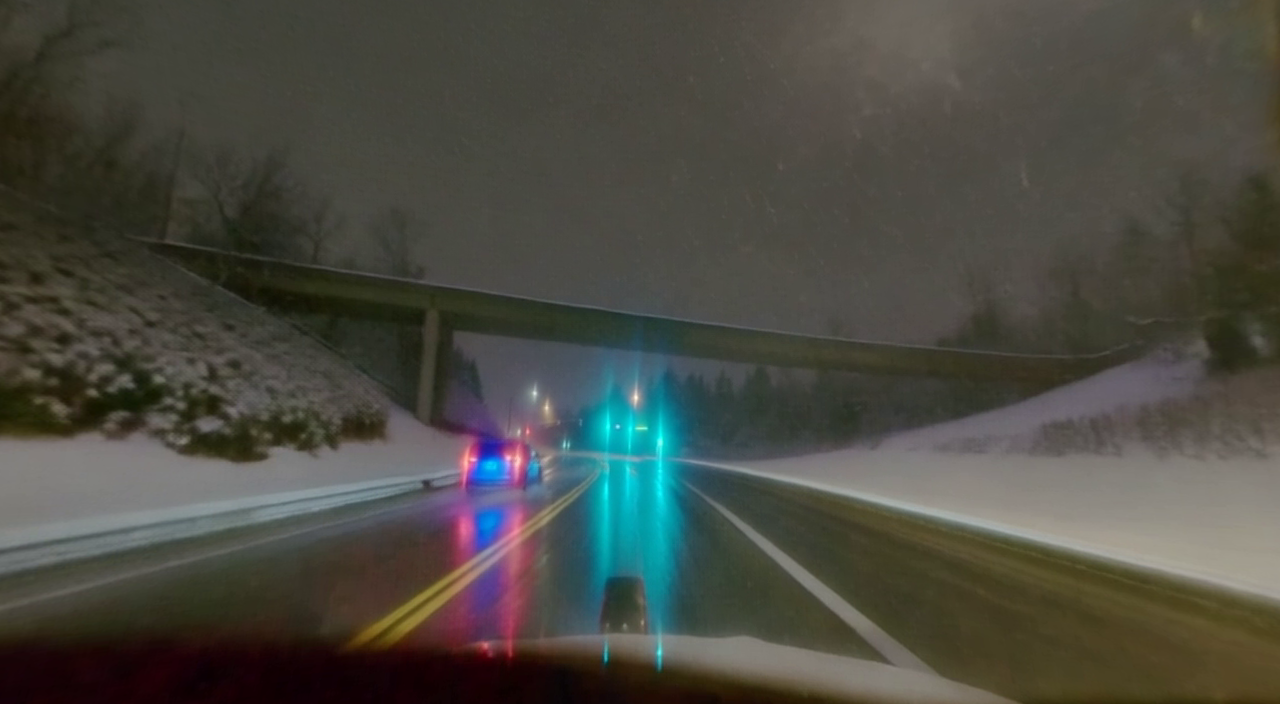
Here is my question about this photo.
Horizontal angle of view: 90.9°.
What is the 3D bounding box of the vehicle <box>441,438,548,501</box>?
[{"bbox_3d":[-3.891,3.215,17.755,1.968,1.503,4.443,0,-8,0],"label":"vehicle"}]
